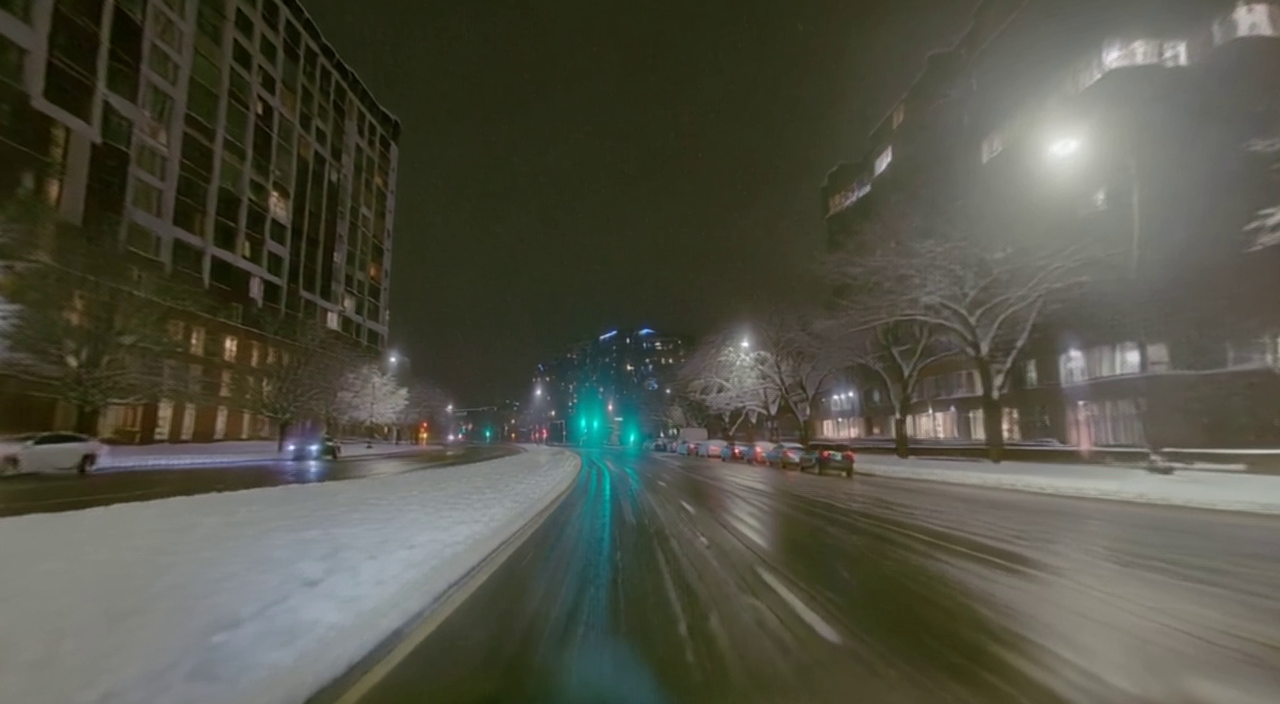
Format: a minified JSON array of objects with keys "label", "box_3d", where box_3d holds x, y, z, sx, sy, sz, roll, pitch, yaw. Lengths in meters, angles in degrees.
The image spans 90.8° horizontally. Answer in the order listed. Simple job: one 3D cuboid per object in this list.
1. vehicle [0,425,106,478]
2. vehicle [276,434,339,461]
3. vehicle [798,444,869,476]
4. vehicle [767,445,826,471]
[{"label":"vehicle","box_3d":[-18.906,3.039,19.306,1.822,1.453,4.053,1,-9,-5]},{"label":"vehicle","box_3d":[-20.425,5.871,39.024,1.938,1.524,4.107,1,-8,-5]},{"label":"vehicle","box_3d":[9.740,5.447,32.167,1.907,1.524,4.381,1,-9,-5]},{"label":"vehicle","box_3d":[9.365,6.398,38.275,1.838,1.466,4.704,1,-9,-8]}]
